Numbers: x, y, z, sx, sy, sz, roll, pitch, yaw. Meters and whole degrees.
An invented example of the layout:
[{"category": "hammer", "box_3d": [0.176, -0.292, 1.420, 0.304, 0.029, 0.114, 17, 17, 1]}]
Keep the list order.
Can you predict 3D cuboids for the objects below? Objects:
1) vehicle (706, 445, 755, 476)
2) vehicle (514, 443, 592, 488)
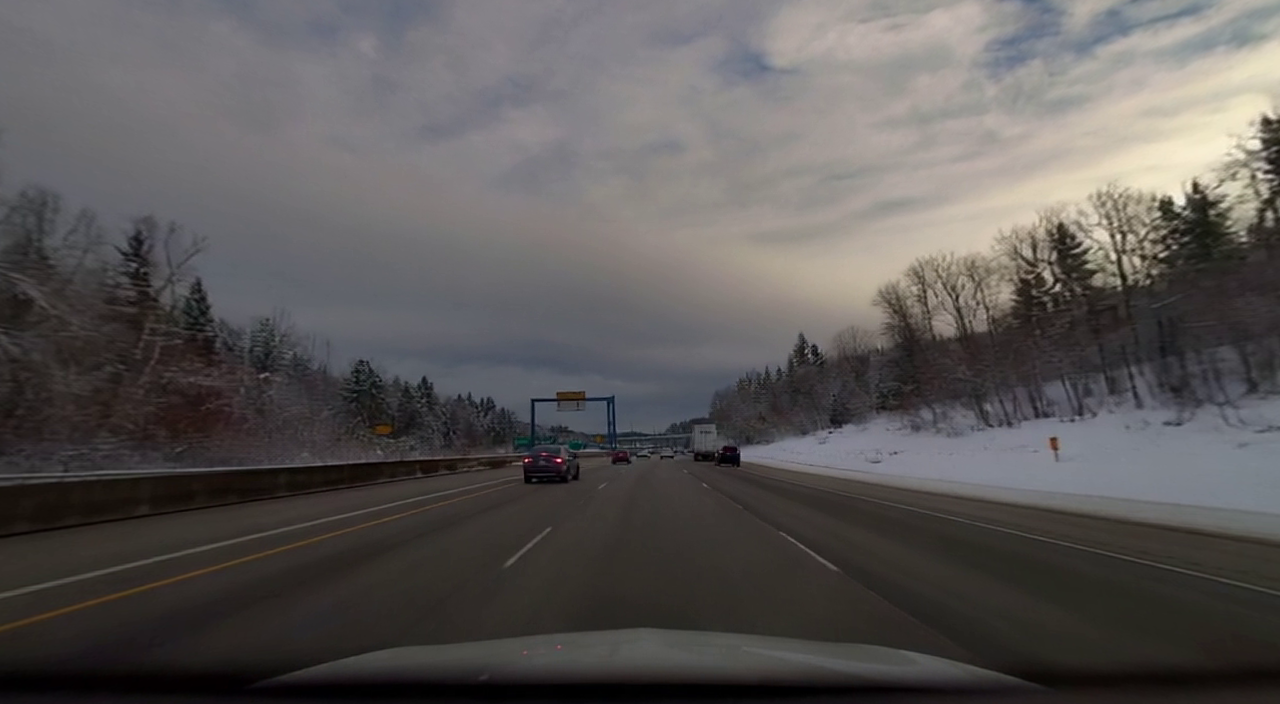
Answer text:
[{"category": "vehicle", "box_3d": [4.931, 5.982, 34.897, 2.176, 1.598, 3.878, 0, -9, 1]}, {"category": "vehicle", "box_3d": [-3.192, 4.317, 24.189, 2.085, 1.530, 4.809, 0, -9, 2]}]
